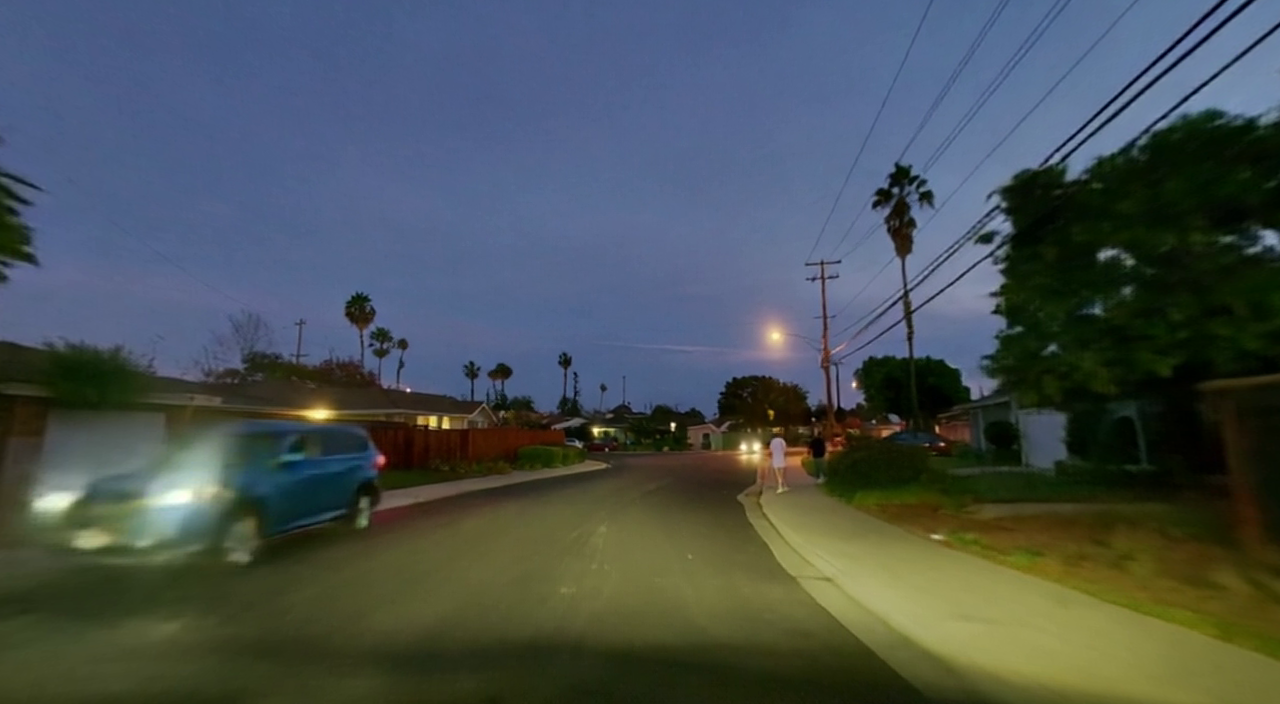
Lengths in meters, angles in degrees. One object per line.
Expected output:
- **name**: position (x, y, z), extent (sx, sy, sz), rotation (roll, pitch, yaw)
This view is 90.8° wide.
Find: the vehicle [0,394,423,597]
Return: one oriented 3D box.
- **vehicle**: position (-4.777, 1.594, 7.917), extent (2.208, 1.758, 4.529), rotation (-1, -8, 4)
